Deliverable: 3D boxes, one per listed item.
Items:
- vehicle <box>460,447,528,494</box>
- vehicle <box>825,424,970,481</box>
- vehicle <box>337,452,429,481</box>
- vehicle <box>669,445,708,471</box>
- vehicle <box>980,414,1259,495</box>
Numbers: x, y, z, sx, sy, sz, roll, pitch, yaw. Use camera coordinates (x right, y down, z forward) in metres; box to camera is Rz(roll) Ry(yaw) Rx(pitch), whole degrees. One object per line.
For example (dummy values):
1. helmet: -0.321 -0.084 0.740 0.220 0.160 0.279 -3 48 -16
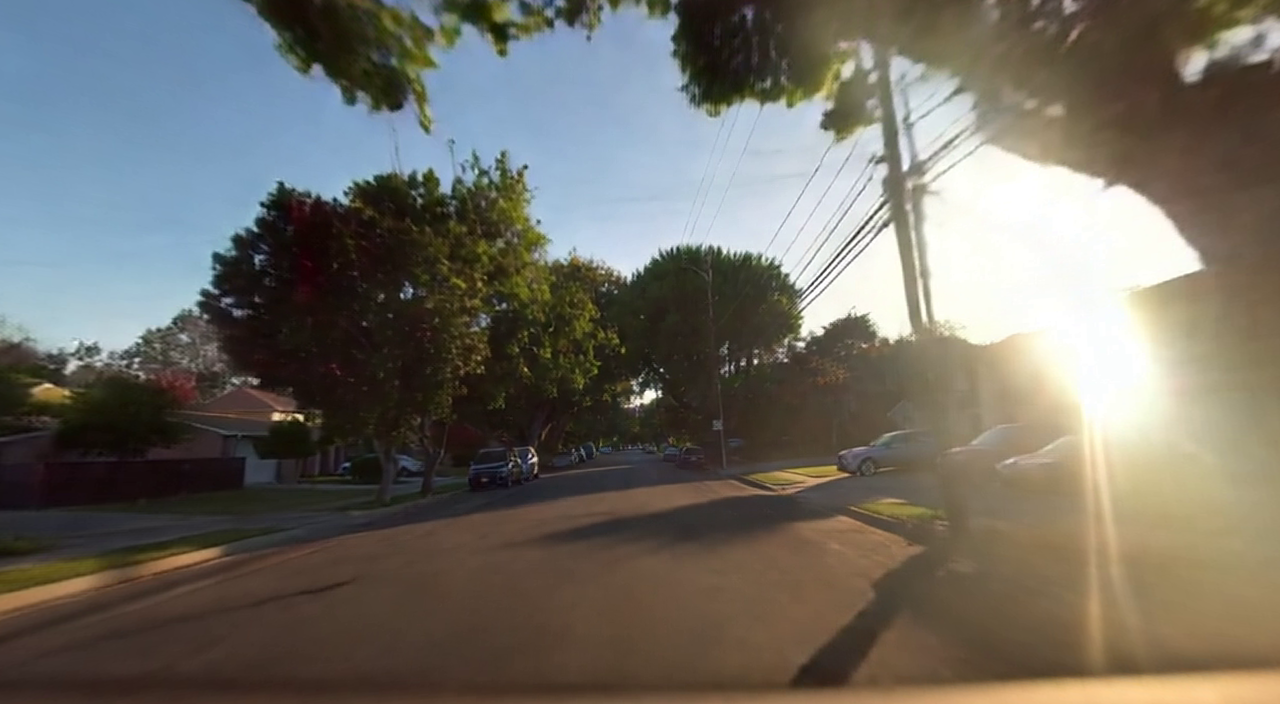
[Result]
1. vehicle: -6.283 5.088 27.579 2.035 1.736 3.955 -2 -7 -1
2. vehicle: 9.782 3.821 24.234 4.559 1.843 2.081 -2 -7 -4
3. vehicle: -16.199 7.229 39.997 4.706 1.681 2.389 -1 -9 5
4. vehicle: 3.321 7.341 44.137 2.247 1.618 4.655 2 -8 -1
5. vehicle: 11.108 2.431 14.984 4.782 1.748 2.106 -1 -9 2
